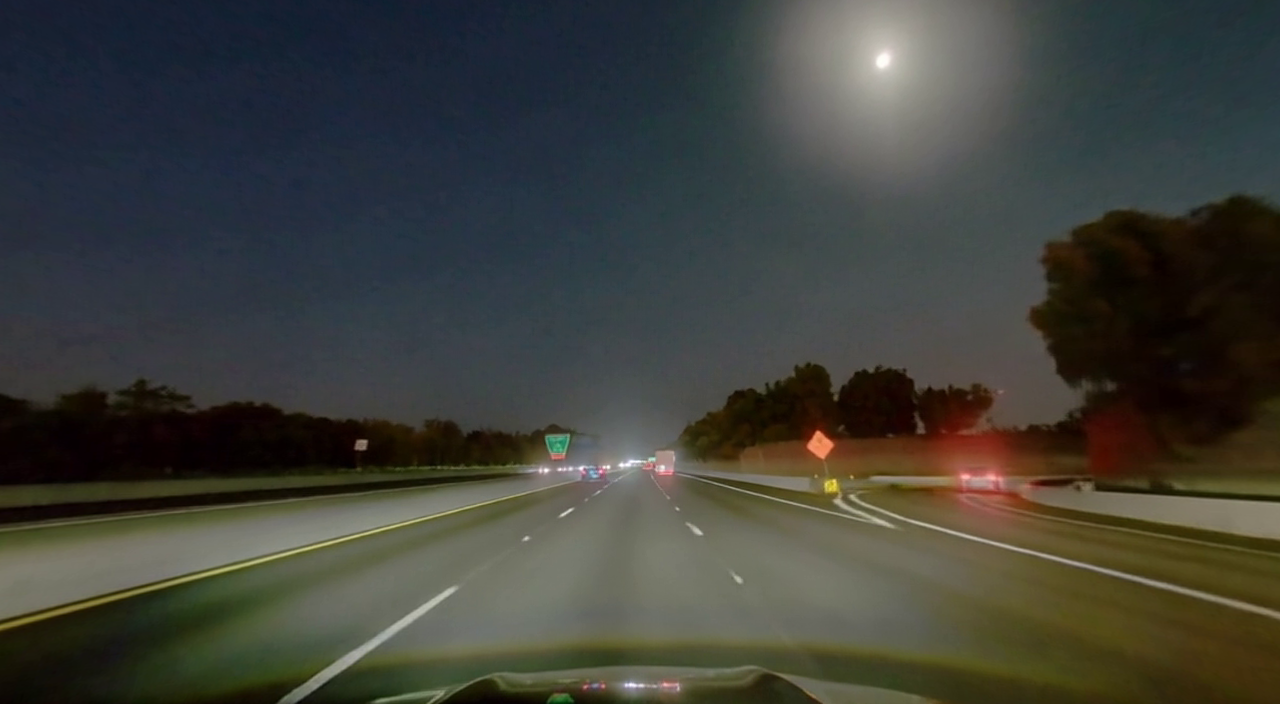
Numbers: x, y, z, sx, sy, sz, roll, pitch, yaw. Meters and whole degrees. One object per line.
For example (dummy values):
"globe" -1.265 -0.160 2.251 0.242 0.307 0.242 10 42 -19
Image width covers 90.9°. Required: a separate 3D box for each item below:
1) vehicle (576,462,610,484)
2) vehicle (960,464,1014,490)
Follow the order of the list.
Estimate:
"vehicle" -3.348 8.836 45.984 2.045 1.487 4.582 1 -10 1
"vehicle" 25.972 9.346 47.094 2.164 1.781 5.018 -9 -14 43
